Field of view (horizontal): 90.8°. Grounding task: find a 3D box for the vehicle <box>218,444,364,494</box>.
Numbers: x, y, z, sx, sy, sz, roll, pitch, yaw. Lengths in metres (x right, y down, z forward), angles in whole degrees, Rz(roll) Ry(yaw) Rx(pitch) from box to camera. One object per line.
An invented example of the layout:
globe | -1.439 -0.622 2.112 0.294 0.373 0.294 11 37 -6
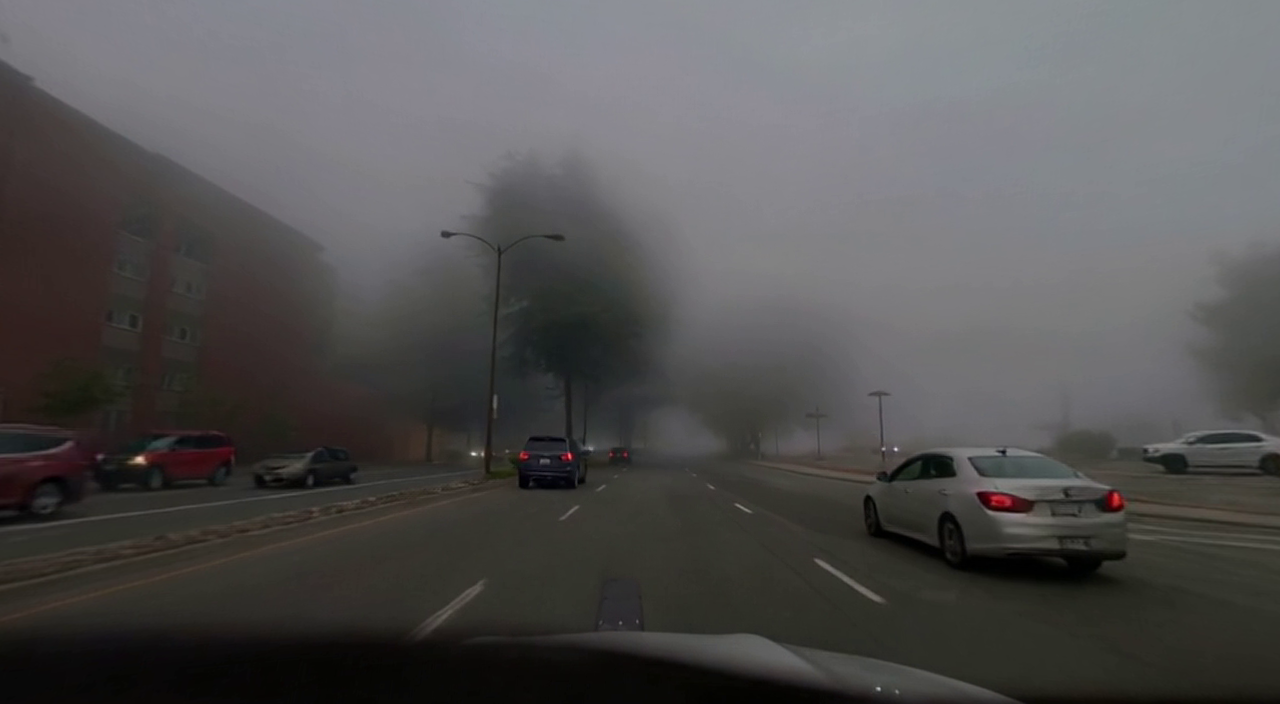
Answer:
vehicle | -11.405 3.836 21.145 1.960 1.451 4.870 -1 -9 2

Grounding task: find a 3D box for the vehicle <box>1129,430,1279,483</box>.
vehicle | 24.344 4.286 26.086 2.429 1.938 6.118 2 -9 -17

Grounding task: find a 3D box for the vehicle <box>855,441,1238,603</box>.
vehicle | 4.495 1.900 8.059 1.960 1.471 4.378 0 -9 0

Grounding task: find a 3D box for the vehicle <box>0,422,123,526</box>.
vehicle | -11.730 2.049 10.590 2.016 1.710 4.734 0 -9 1

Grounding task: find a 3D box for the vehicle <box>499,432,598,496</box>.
vehicle | -2.835 3.627 20.888 2.305 1.833 4.912 -1 -9 3

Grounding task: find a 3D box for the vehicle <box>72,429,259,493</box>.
vehicle | -14.993 3.468 20.453 2.097 1.813 4.998 0 -9 1
